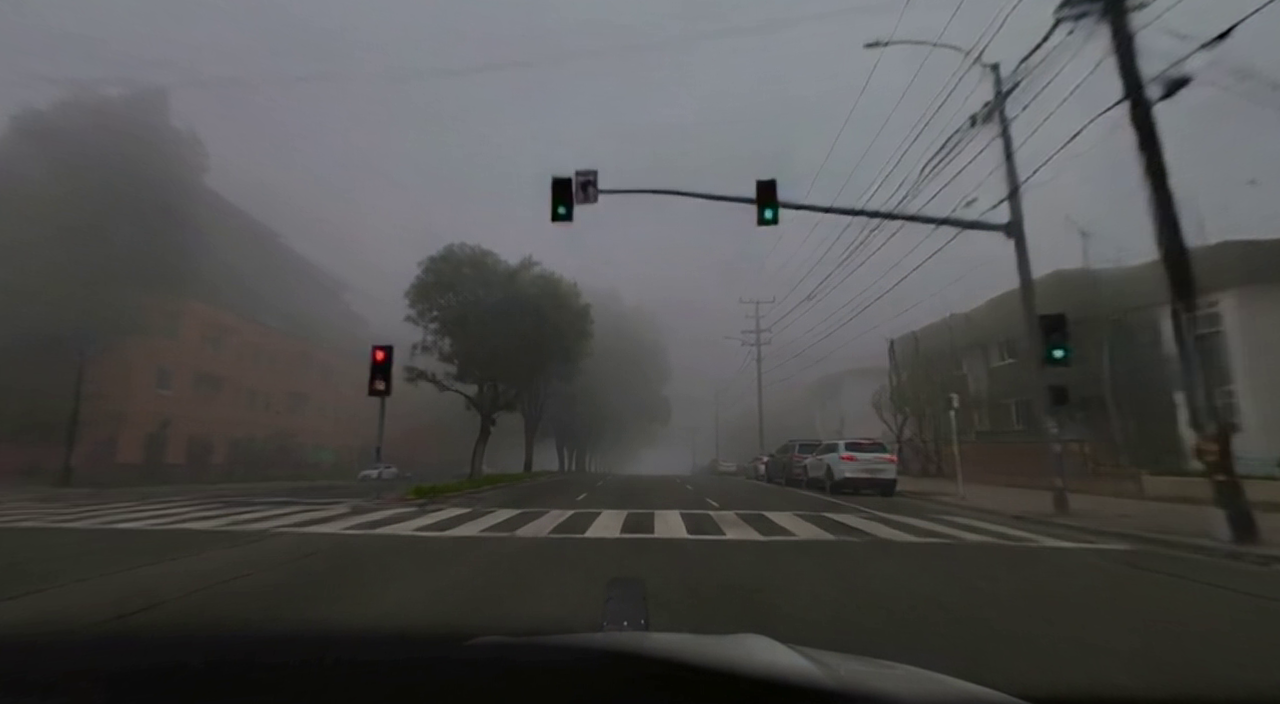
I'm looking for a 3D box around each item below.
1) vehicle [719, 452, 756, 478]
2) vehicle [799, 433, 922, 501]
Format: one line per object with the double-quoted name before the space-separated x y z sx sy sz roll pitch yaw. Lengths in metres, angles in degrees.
"vehicle" 7.210 8.403 47.125 1.998 1.819 4.621 0 -8 0
"vehicle" 6.860 3.613 20.336 2.148 1.904 4.910 0 -8 0
